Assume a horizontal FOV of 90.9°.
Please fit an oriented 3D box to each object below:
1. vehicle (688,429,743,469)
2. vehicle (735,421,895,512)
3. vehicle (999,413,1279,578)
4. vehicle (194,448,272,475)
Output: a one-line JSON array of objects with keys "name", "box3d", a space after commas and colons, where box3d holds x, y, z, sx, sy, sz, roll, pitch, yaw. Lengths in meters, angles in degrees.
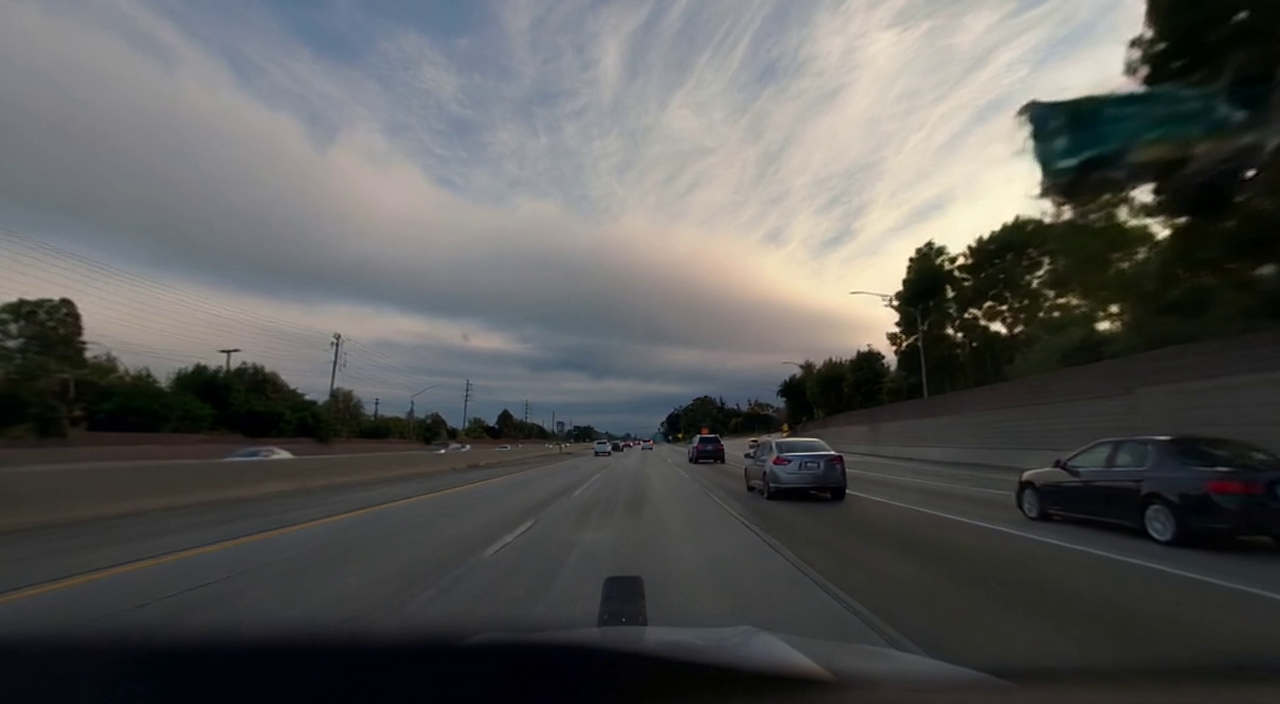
[{"name": "vehicle", "box3d": [4.087, 5.399, 35.340, 2.442, 2.022, 5.466, 0, -8, 0]}, {"name": "vehicle", "box3d": [3.506, 2.396, 13.692, 2.146, 1.639, 4.475, 0, -8, 0]}, {"name": "vehicle", "box3d": [6.979, 1.645, 8.020, 1.988, 1.518, 4.856, 0, -8, 0]}, {"name": "vehicle", "box3d": [-22.418, 6.031, 34.935, 1.727, 1.388, 3.769, 0, -8, 1]}]
